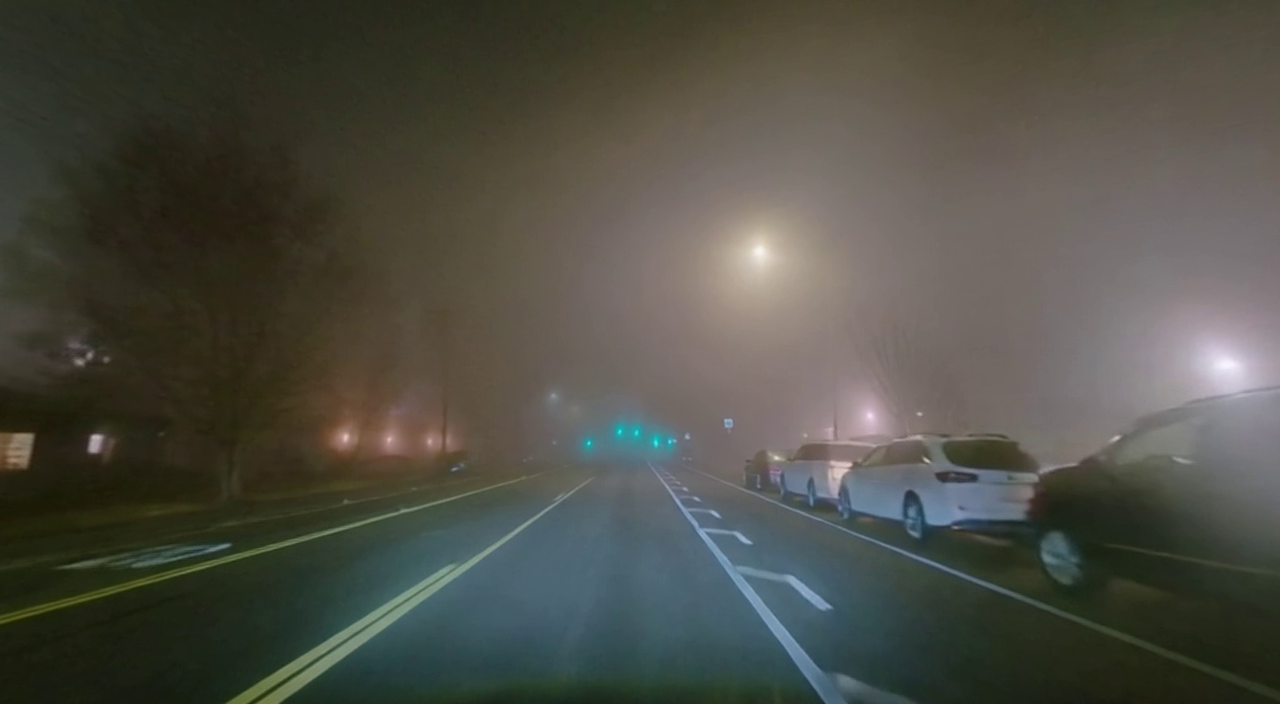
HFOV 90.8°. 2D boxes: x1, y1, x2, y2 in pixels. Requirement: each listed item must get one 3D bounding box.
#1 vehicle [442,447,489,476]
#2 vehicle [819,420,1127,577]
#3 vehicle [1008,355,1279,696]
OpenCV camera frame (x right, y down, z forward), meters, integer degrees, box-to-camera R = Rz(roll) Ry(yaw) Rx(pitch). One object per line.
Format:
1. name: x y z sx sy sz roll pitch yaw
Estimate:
1. vehicle: -12.487 7.820 45.482 2.034 1.646 4.808 -5 -7 -2
2. vehicle: 4.575 2.079 9.963 1.917 1.664 5.490 3 -9 0
3. vehicle: 4.524 0.949 3.360 2.074 1.838 5.402 1 -8 3
